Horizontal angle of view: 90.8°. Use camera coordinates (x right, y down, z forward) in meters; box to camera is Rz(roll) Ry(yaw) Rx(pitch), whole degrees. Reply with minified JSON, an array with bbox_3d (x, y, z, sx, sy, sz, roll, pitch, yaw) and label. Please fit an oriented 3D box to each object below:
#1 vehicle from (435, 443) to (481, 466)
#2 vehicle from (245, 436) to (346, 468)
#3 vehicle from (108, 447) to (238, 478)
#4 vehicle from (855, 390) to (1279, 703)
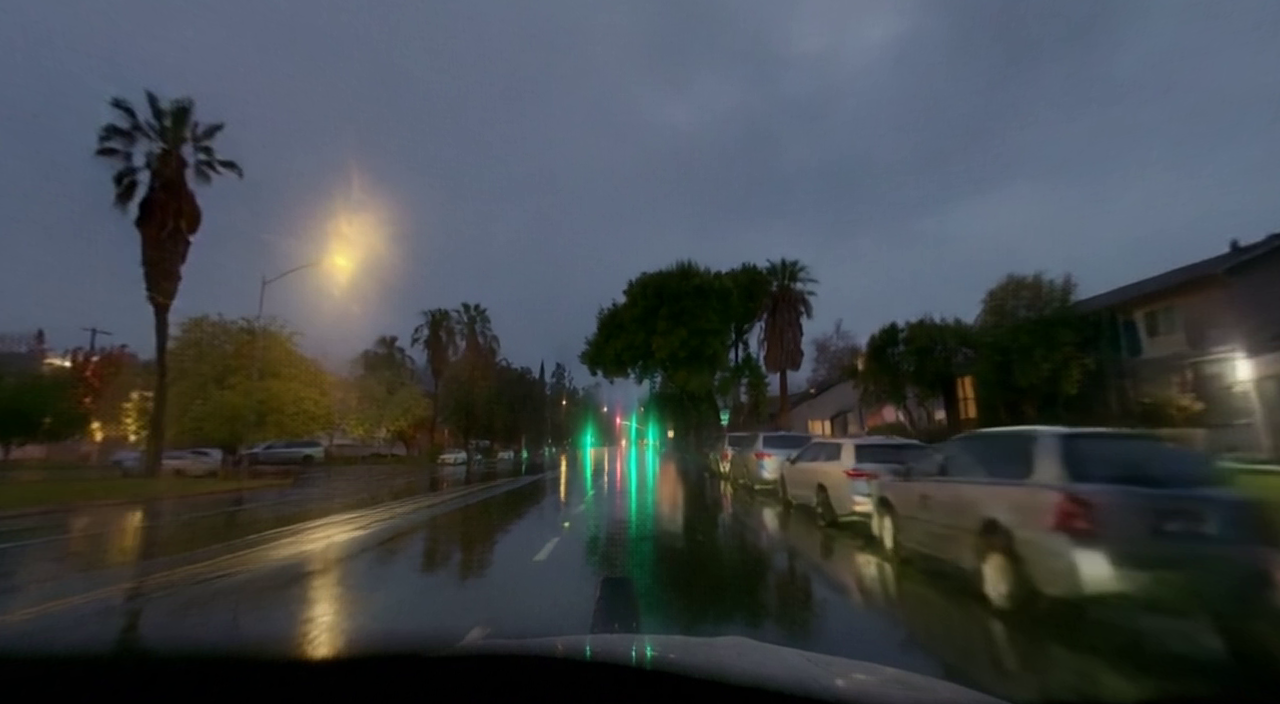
[{"bbox_3d":[-13.802,7.773,48.202,2.131,1.492,4.310,-1,-7,2],"label":"vehicle"},{"bbox_3d":[-22.814,6.618,42.027,5.386,2.043,2.124,0,-9,-1],"label":"vehicle"},{"bbox_3d":[-23.650,5.601,32.117,4.946,1.518,2.115,0,-8,1],"label":"vehicle"},{"bbox_3d":[3.665,1.339,5.555,1.954,1.632,4.356,0,-8,-1],"label":"vehicle"}]
